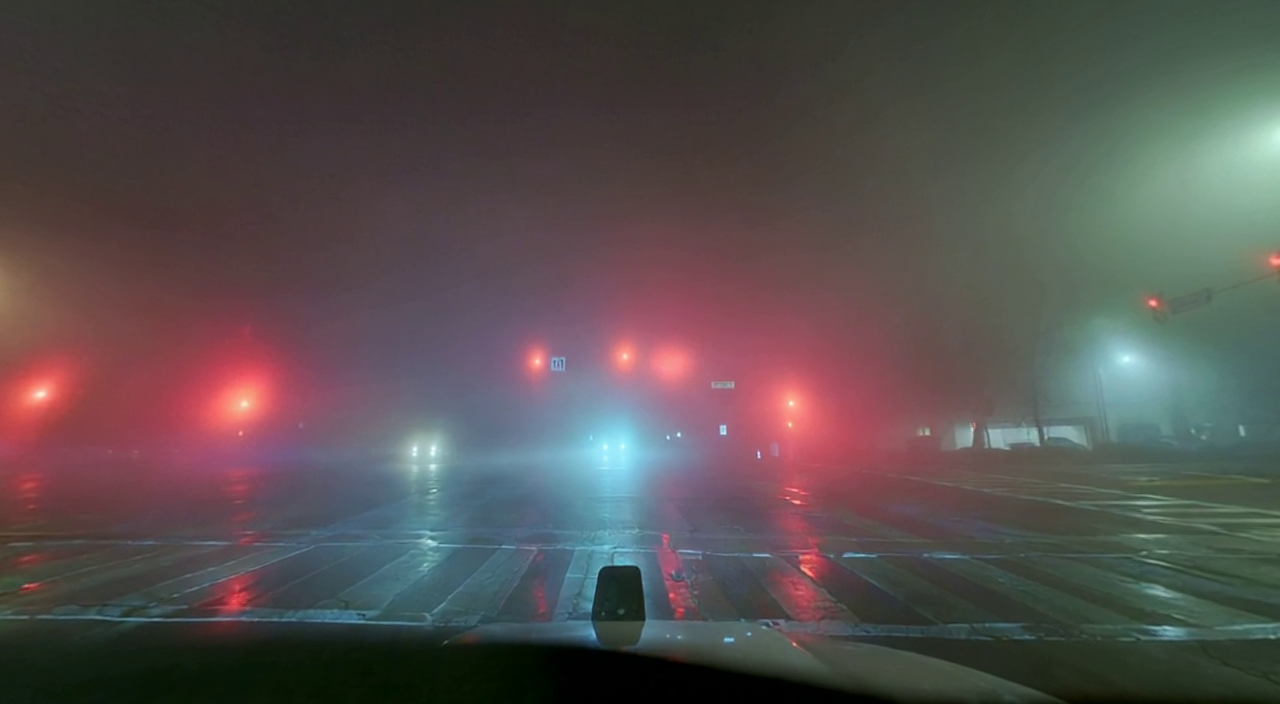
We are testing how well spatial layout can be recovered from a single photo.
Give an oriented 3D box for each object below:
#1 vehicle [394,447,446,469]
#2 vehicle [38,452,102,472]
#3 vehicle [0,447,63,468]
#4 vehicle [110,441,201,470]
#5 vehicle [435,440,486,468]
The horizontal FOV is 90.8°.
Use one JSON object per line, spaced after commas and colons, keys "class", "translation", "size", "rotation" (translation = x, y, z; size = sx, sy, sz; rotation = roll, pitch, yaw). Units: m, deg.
{"class": "vehicle", "translation": [-15.525, 7.449, 44.809], "size": [2.056, 1.450, 4.343], "rotation": [0, -8, 0]}
{"class": "vehicle", "translation": [-41.593, 8.016, 46.165], "size": [1.552, 1.339, 3.340], "rotation": [-2, -9, -1]}
{"class": "vehicle", "translation": [-45.247, 7.768, 46.594], "size": [1.858, 1.467, 3.624], "rotation": [0, -8, 1]}
{"class": "vehicle", "translation": [-34.915, 7.433, 45.743], "size": [2.204, 1.955, 5.518], "rotation": [0, -8, 0]}
{"class": "vehicle", "translation": [-11.960, 6.801, 42.316], "size": [2.080, 1.763, 4.341], "rotation": [0, -8, 0]}
